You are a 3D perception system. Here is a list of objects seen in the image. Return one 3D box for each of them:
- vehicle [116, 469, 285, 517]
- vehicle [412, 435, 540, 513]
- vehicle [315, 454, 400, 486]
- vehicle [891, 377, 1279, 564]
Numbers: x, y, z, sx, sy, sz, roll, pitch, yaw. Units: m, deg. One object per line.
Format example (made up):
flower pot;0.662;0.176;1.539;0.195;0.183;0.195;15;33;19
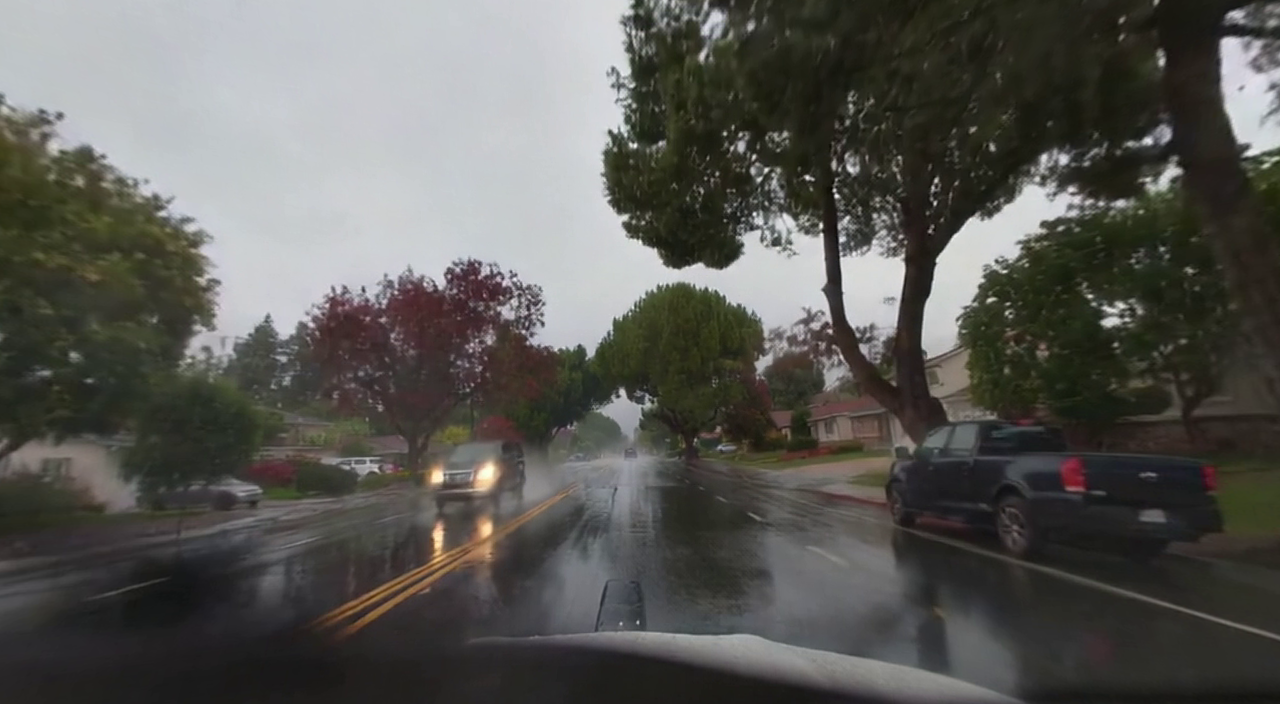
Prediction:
vehicle;-15.135;4.857;21.967;4.353;1.467;1.931;0;-9;-2
vehicle;-4.298;3.296;17.590;2.151;1.830;5.172;0;-9;0
vehicle;-19.497;8.159;43.799;4.802;1.868;2.395;-3;-9;-1
vehicle;6.111;1.716;9.736;2.205;2.020;5.634;0;-9;1
